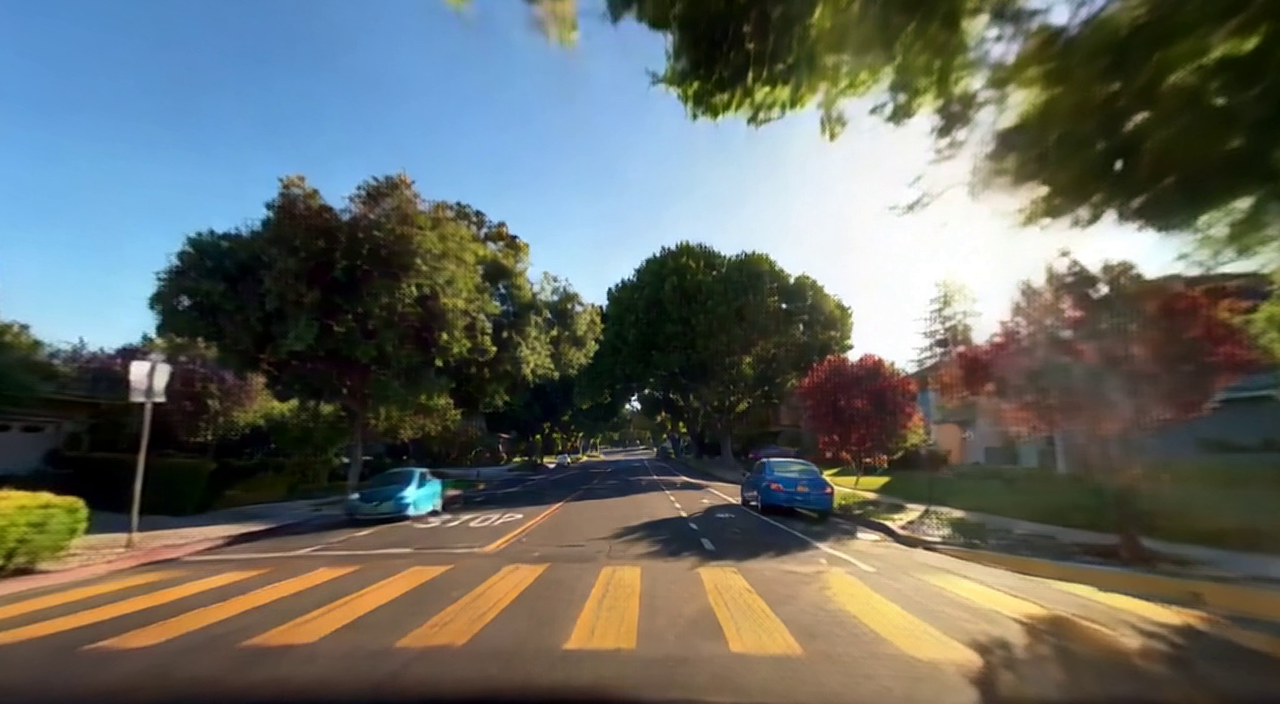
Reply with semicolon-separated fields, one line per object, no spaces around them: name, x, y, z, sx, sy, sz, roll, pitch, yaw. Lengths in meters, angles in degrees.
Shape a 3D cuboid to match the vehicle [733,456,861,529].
vehicle;3.710;3.392;15.859;1.961;1.472;4.434;0;-8;-2
